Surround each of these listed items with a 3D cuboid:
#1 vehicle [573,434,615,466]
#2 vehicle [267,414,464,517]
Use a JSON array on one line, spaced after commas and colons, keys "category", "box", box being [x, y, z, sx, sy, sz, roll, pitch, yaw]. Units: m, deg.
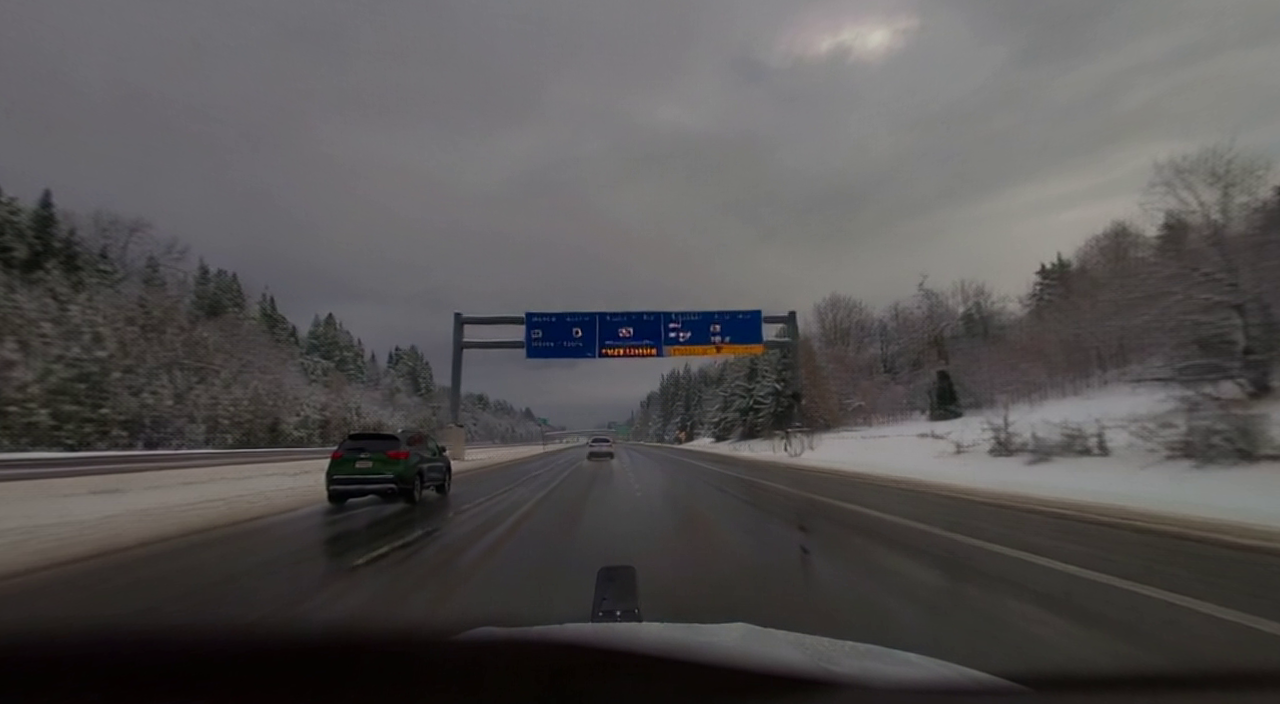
[{"category": "vehicle", "box": [-2.281, 4.990, 32.284, 2.010, 1.534, 4.013, 0, -8, -2]}, {"category": "vehicle", "box": [-5.211, 2.200, 12.787, 2.111, 1.689, 4.505, 0, -8, -2]}]
